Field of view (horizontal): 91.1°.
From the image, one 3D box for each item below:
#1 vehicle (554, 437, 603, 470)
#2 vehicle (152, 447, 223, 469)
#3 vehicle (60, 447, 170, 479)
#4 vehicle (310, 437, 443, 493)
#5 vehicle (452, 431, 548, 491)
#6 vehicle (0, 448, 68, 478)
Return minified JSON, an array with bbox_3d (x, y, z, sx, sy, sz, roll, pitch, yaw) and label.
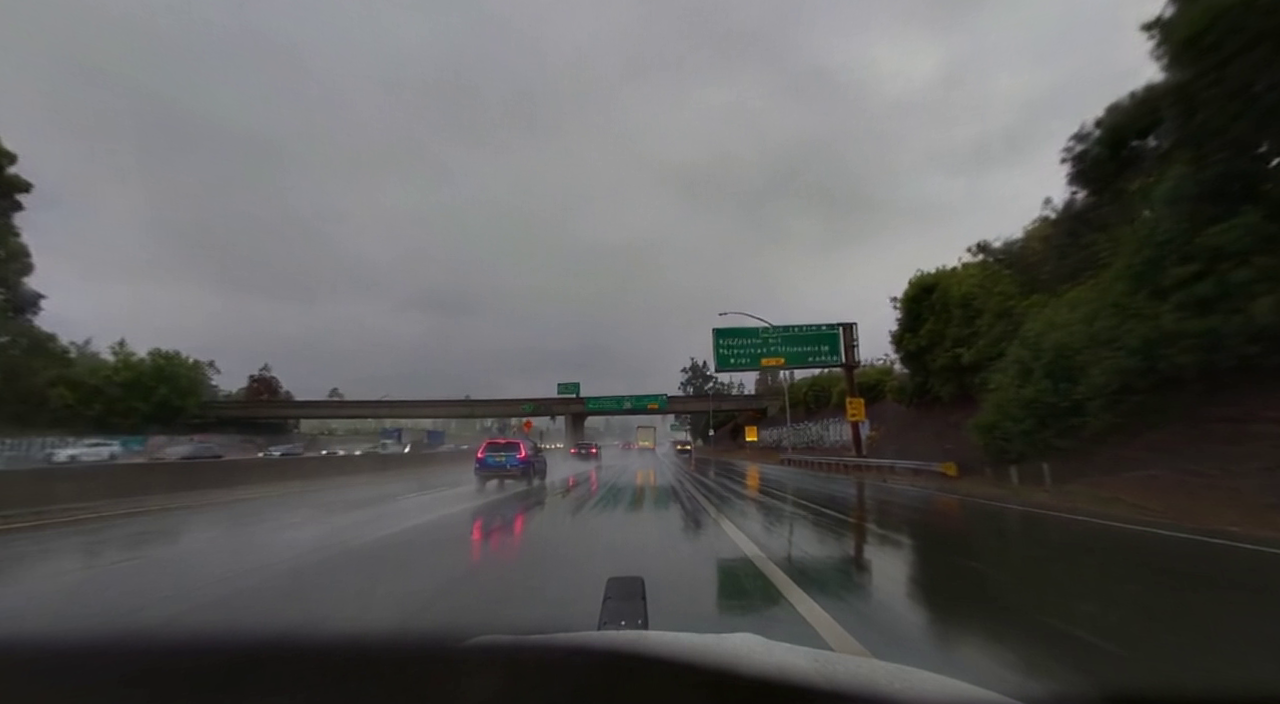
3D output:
[{"bbox_3d":[-3.314,5.575,34.608,2.154,1.693,4.394,1,-9,1],"label":"vehicle"},{"bbox_3d":[-34.704,8.118,48.322,1.856,1.611,4.750,0,-9,1],"label":"vehicle"},{"bbox_3d":[-27.627,5.805,33.239,1.879,1.550,4.421,0,-9,1],"label":"vehicle"},{"bbox_3d":[-7.746,3.353,19.056,1.917,1.449,4.727,1,-9,1],"label":"vehicle"},{"bbox_3d":[-4.189,3.323,19.450,1.969,1.633,3.962,1,-9,1],"label":"vehicle"},{"bbox_3d":[-35.104,6.172,35.062,1.876,1.525,4.675,1,-9,0],"label":"vehicle"}]
